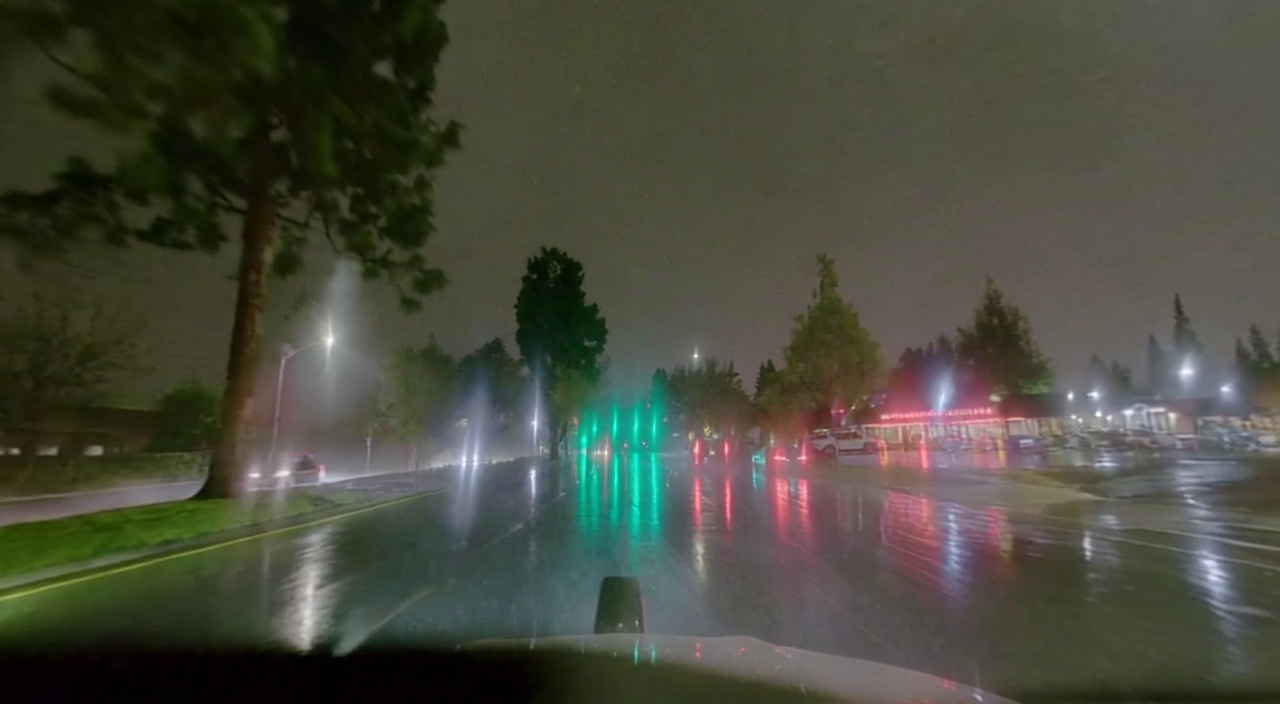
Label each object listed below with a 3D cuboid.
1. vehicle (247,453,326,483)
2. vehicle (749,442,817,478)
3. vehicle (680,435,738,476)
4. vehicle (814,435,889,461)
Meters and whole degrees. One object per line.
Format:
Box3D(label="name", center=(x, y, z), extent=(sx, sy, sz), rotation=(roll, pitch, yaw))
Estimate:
Box3D(label="vehicle", center=(-19.730, 6.453, 35.347), extent=(1.875, 1.475, 4.433), rotation=(0, -8, -1))
Box3D(label="vehicle", center=(6.581, 5.007, 29.544), extent=(1.948, 1.526, 4.641), rotation=(0, -8, -2))
Box3D(label="vehicle", center=(3.122, 4.782, 29.345), extent=(2.083, 1.743, 4.354), rotation=(0, -8, -1))
Box3D(label="vehicle", center=(15.392, 6.963, 45.850), extent=(4.659, 1.739, 2.147), rotation=(-7, -11, 41))
